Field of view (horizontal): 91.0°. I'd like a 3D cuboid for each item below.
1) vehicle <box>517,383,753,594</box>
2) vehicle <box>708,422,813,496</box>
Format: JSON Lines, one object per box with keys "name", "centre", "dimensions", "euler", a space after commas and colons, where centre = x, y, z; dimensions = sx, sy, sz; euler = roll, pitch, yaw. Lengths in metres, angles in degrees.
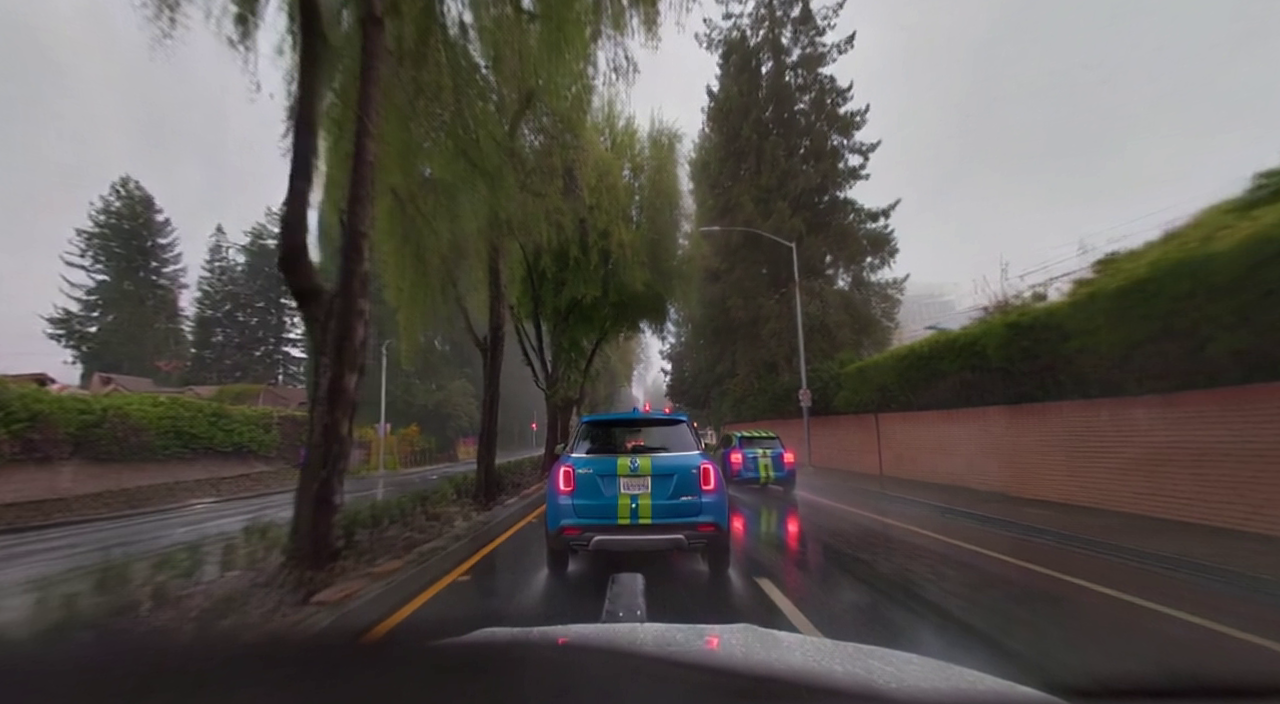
{"name": "vehicle", "centre": [-0.081, 1.388, 6.978], "dimensions": [1.984, 1.777, 3.148], "euler": [0, -9, -2]}
{"name": "vehicle", "centre": [3.052, 2.827, 16.874], "dimensions": [1.840, 1.709, 4.202], "euler": [0, -9, -2]}
